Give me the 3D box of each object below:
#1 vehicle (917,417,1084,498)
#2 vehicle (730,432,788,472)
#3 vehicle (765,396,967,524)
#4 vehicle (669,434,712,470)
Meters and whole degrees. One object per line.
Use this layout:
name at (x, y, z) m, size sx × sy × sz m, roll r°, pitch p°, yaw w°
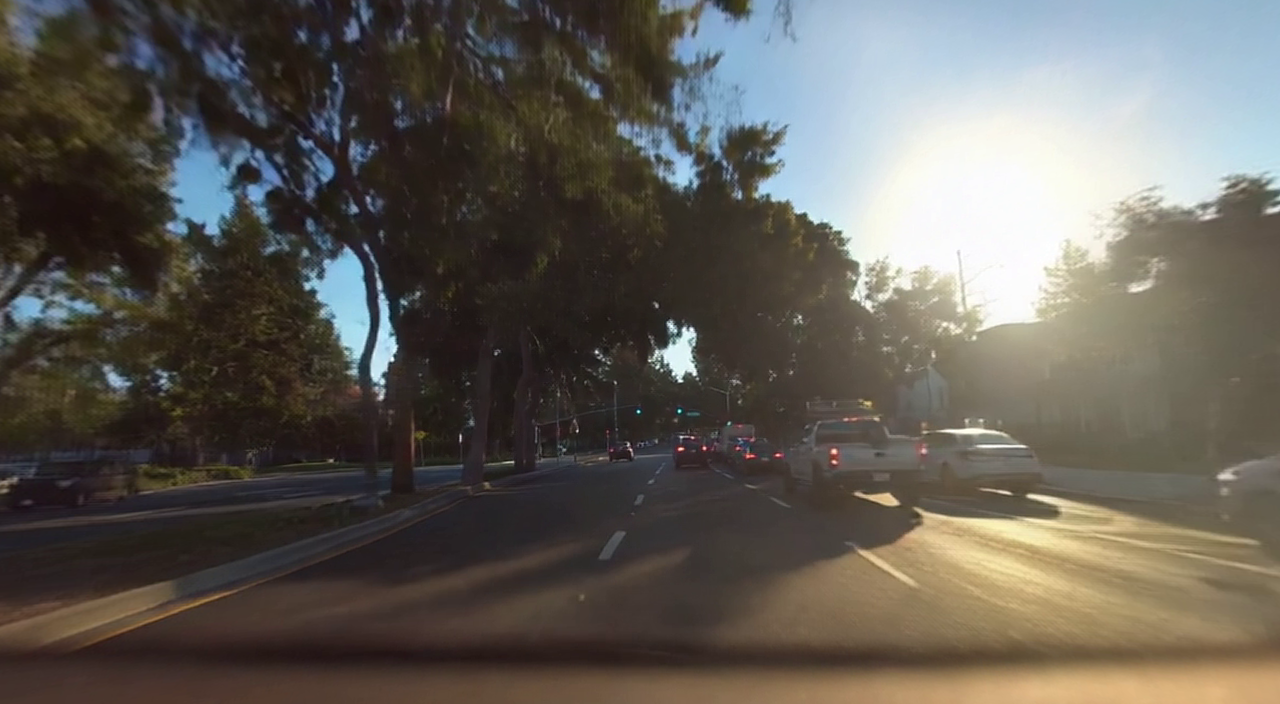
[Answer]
vehicle at (9.354, 2.773, 16.974) m, size 1.992 × 1.840 × 4.646 m, roll -1°, pitch -8°, yaw 4°
vehicle at (5.724, 4.801, 30.881) m, size 1.803 × 1.754 × 4.480 m, roll 2°, pitch -7°, yaw -3°
vehicle at (4.328, 2.223, 13.543) m, size 2.268 × 2.090 × 6.113 m, roll 0°, pitch -8°, yaw 2°
vehicle at (2.539, 5.157, 32.698) m, size 2.052 × 1.693 × 4.554 m, roll -1°, pitch -8°, yaw 3°
